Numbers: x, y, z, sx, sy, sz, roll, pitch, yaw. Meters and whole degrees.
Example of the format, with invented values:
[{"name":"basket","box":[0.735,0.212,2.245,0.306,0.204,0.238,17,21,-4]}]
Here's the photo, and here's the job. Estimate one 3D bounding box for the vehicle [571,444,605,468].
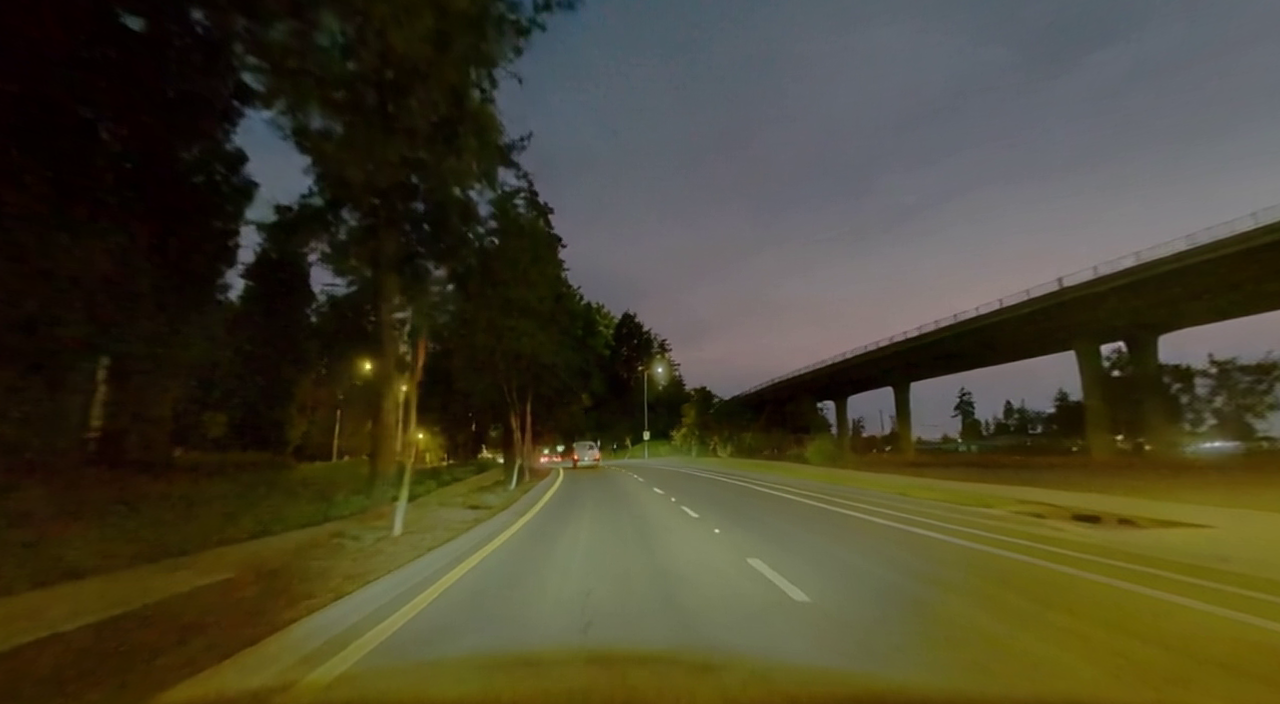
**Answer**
[{"name":"vehicle","box":[-3.851,7.590,46.281,2.184,1.713,4.231,1,-9,-9]}]
